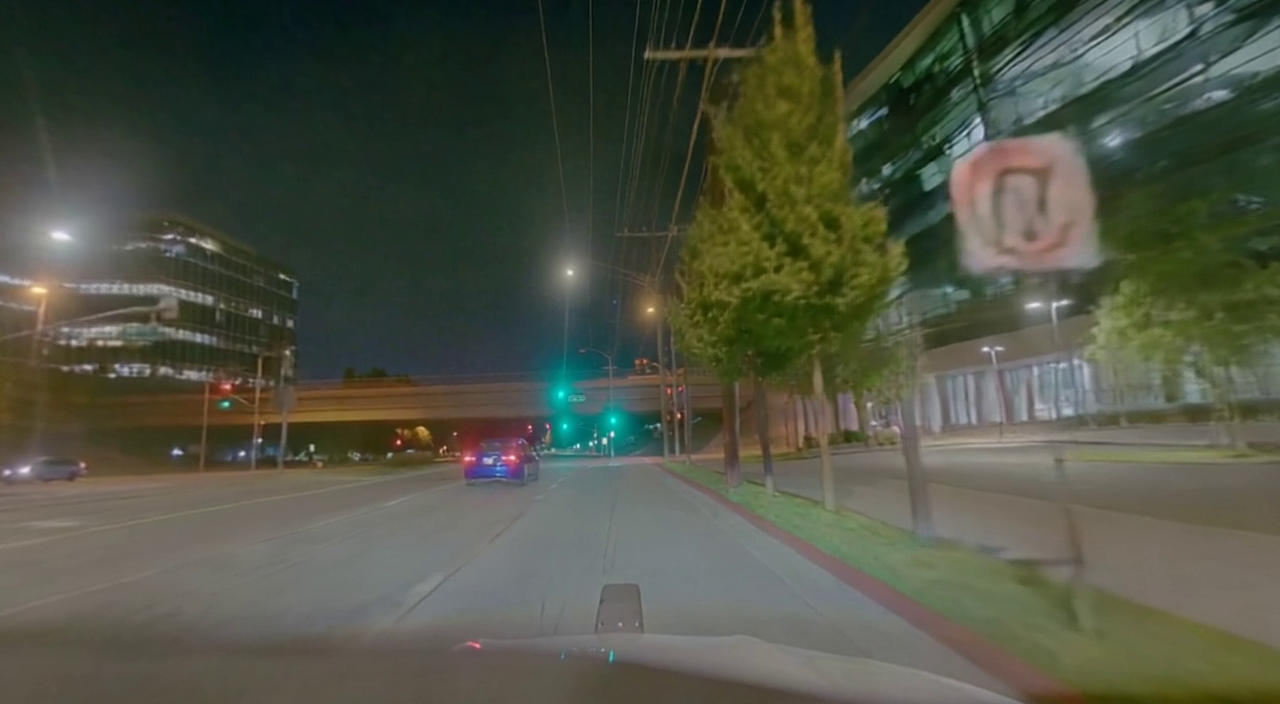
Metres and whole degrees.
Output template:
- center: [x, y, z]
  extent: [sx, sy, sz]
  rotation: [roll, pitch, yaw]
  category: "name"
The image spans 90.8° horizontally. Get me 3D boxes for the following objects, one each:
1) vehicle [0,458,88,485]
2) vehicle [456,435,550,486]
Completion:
- center: [-36.606, 7.159, 37.943]
  extent: [4.708, 1.466, 2.085]
  rotation: [1, -9, -8]
  category: "vehicle"
- center: [-4.325, 3.507, 20.783]
  extent: [2.154, 1.465, 4.532]
  rotation: [0, -8, -1]
  category: "vehicle"
